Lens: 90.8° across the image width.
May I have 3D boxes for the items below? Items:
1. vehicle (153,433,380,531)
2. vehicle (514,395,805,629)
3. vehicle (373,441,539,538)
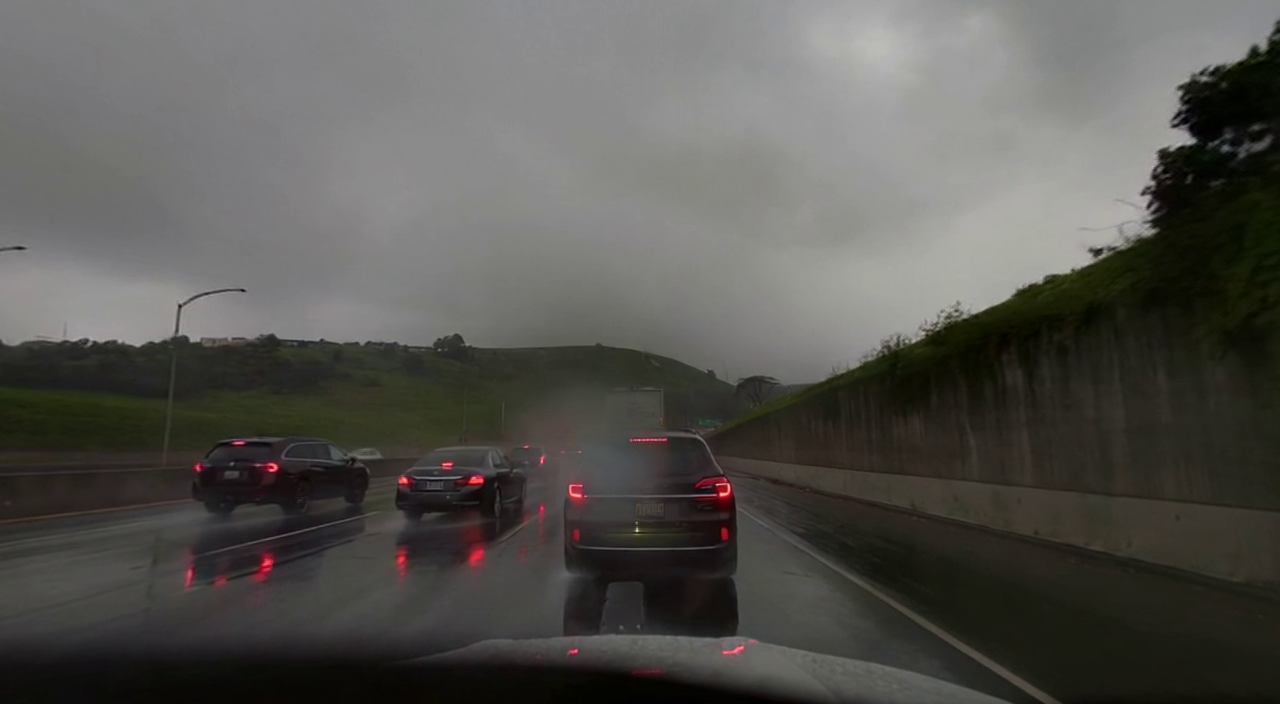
[{"bbox_3d":[-7.500,2.636,13.391,1.986,1.700,4.558,0,-9,0],"label":"vehicle"},{"bbox_3d":[0.104,1.628,7.546,2.210,1.760,5.303,0,-9,-1],"label":"vehicle"},{"bbox_3d":[-3.240,2.488,12.025,1.917,1.506,3.949,0,-9,1],"label":"vehicle"}]
